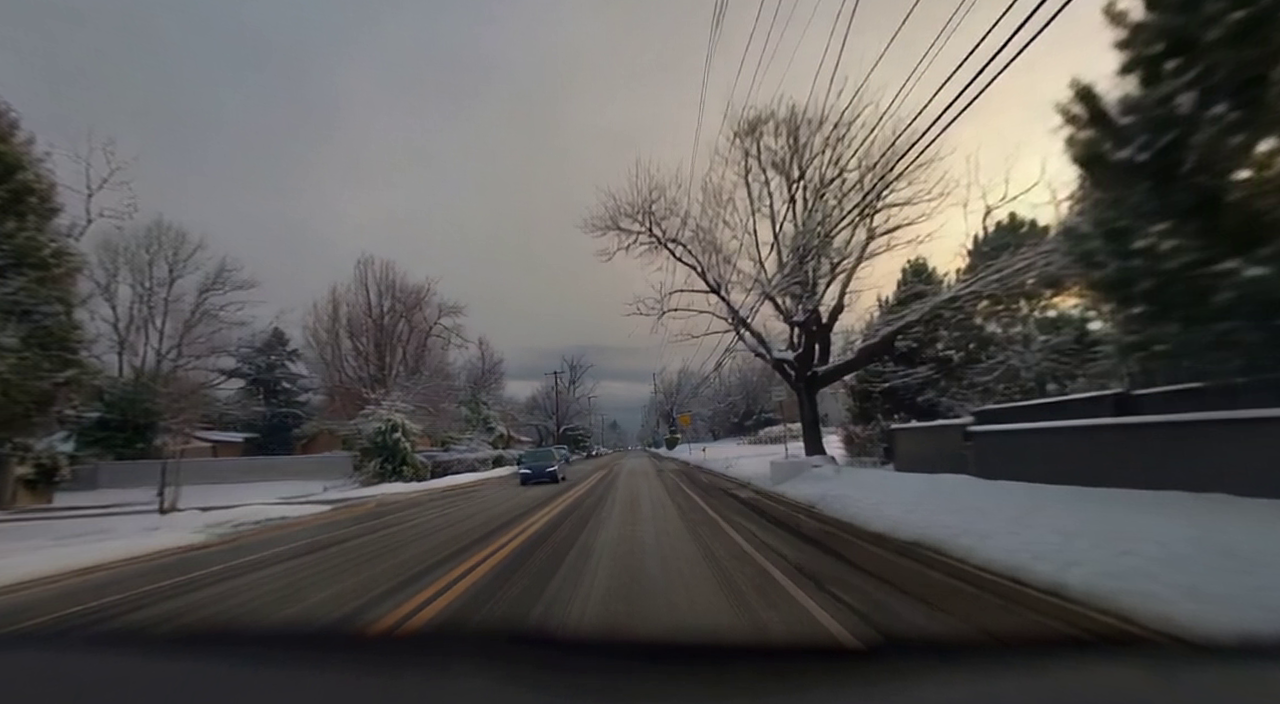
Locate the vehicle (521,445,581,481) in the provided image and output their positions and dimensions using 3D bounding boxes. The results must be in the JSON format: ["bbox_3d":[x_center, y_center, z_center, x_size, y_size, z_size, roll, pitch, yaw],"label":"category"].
[{"bbox_3d":[-3.963,5.003,28.866,2.033,1.502,4.240,-1,-8,1],"label":"vehicle"}]
